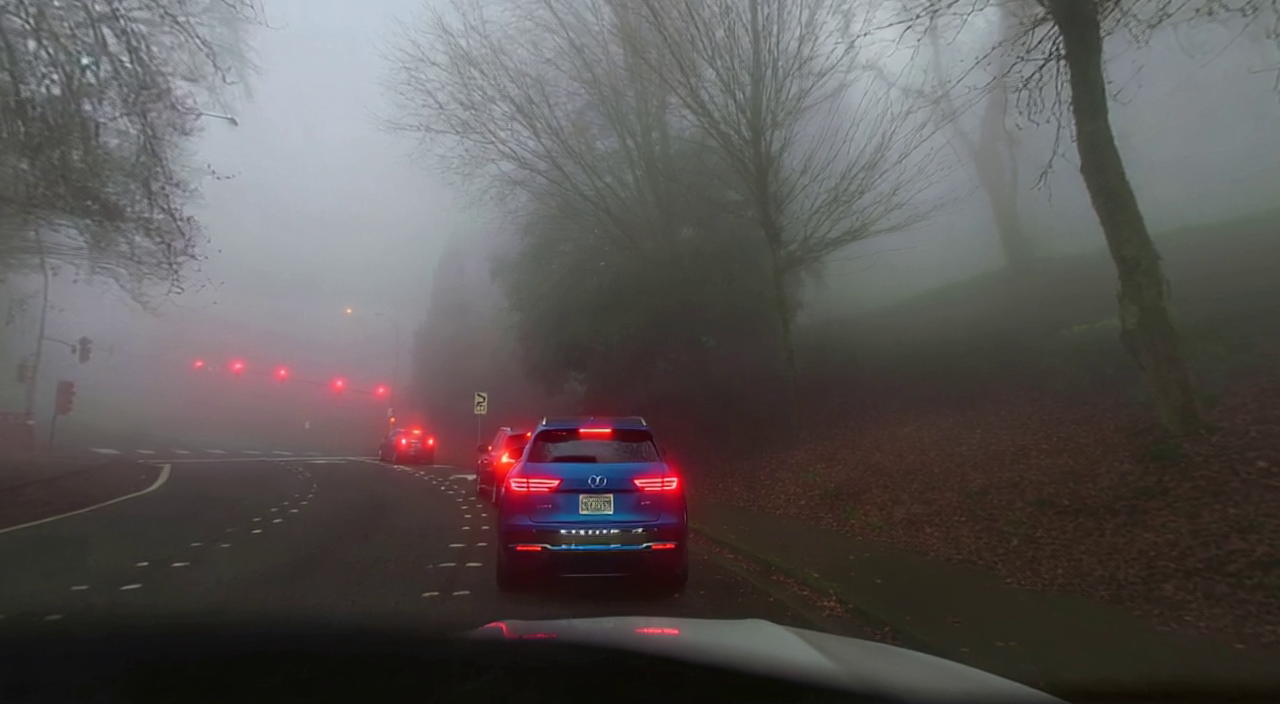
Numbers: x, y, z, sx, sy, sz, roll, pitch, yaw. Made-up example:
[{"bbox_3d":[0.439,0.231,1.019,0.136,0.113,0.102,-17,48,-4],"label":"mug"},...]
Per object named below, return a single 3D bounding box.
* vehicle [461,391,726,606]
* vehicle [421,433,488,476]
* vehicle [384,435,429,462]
[{"bbox_3d":[-0.680,1.460,7.203,2.134,1.671,4.147,1,-8,-9],"label":"vehicle"},{"bbox_3d":[-7.299,3.950,24.483,1.902,1.536,3.662,4,-9,-25],"label":"vehicle"},{"bbox_3d":[-13.754,5.641,36.898,1.863,1.488,4.426,4,-9,-27],"label":"vehicle"}]
